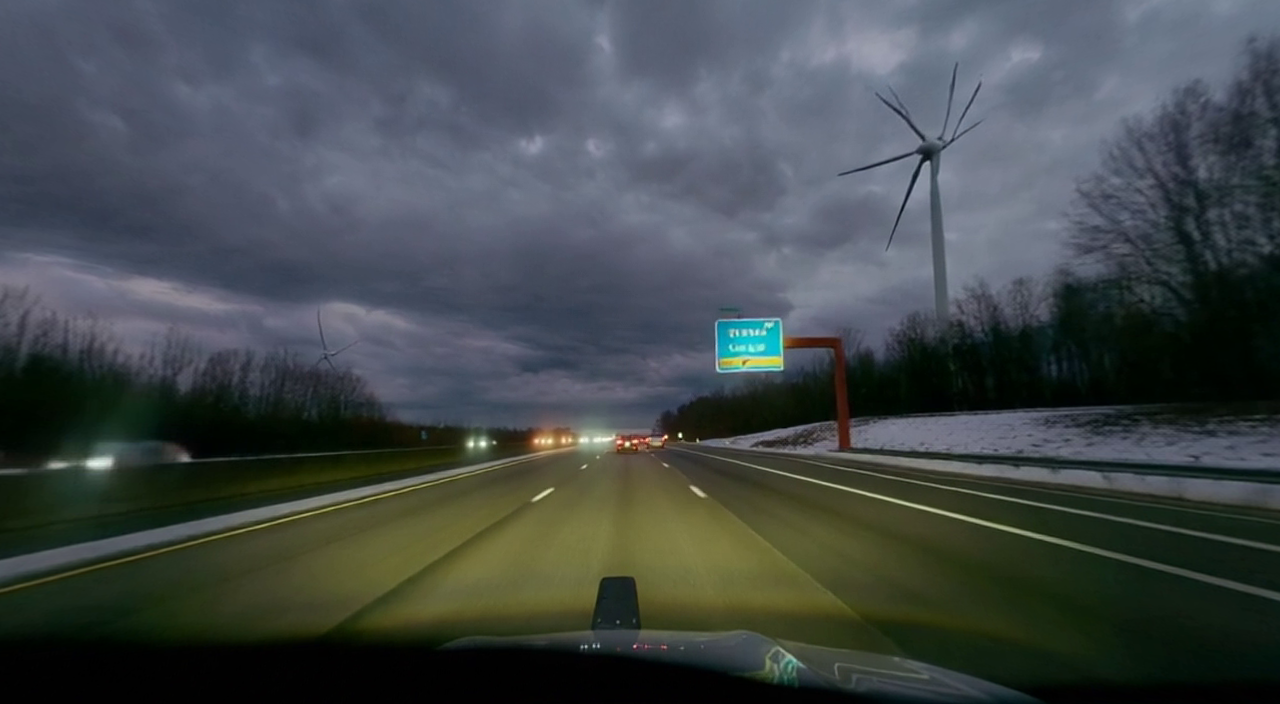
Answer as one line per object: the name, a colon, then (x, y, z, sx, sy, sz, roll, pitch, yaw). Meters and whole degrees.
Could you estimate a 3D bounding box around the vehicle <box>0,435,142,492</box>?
vehicle: (-19.990, 3.764, 21.763, 1.937, 1.726, 4.368, 0, -8, -1)

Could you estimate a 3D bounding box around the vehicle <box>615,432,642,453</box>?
vehicle: (-0.892, 6.762, 47.013, 1.892, 1.496, 3.575, 0, -8, -2)
